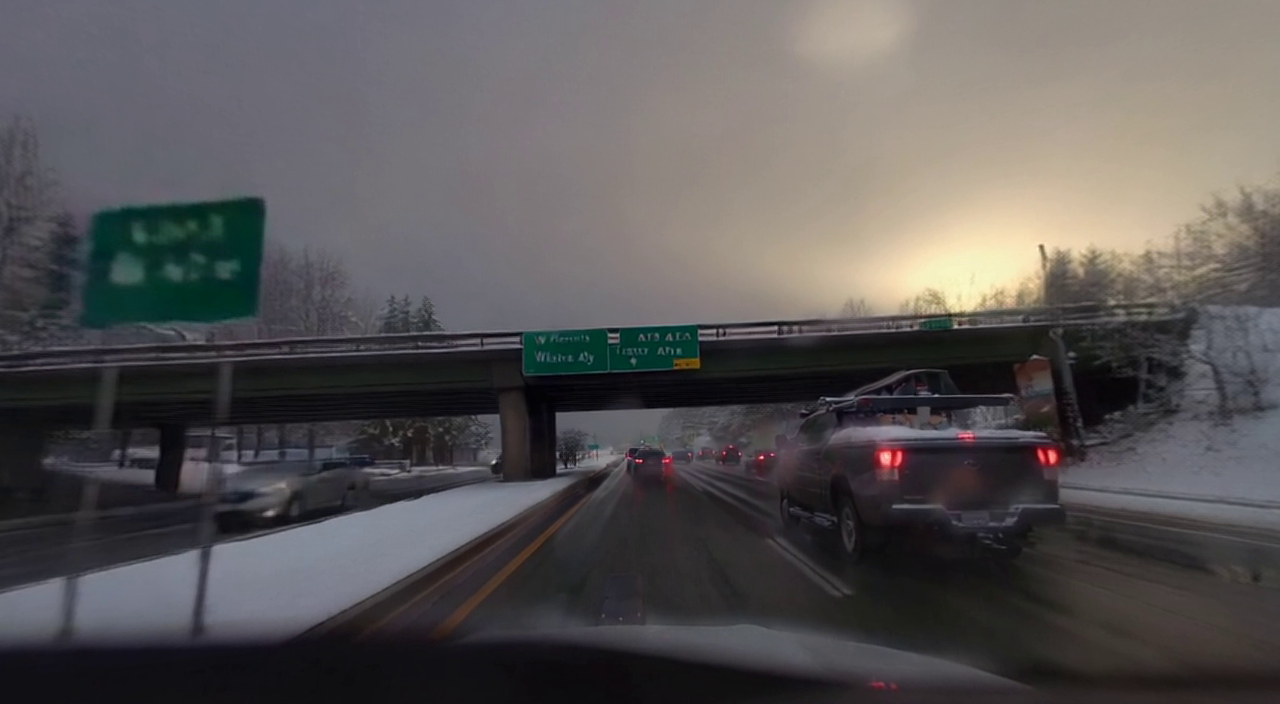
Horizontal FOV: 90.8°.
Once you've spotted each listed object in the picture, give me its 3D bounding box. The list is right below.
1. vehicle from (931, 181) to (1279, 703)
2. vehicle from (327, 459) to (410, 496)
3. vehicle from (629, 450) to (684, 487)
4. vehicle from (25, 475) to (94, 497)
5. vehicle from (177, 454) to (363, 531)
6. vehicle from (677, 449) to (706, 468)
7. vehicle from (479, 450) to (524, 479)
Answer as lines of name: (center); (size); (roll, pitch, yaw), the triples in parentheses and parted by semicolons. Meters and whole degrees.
vehicle: (3.527, 0.589, 2.285); (2.588, 2.321, 4.927); (0, -8, 1)
vehicle: (-12.168, 5.610, 28.623); (1.798, 1.434, 4.356); (-1, -9, 0)
vehicle: (0.624, 4.609, 25.349); (2.027, 1.341, 3.775); (0, -8, 0)
vehicle: (-43.467, 10.010, 47.318); (3.608, 1.417, 1.601); (1, -9, 5)
vehicle: (-8.350, 3.161, 14.780); (1.858, 1.494, 4.034); (0, -8, 0)
vehicle: (4.021, 8.397, 49.979); (1.962, 1.431, 4.205); (0, -8, 1)
vehicle: (-8.631, 7.054, 39.746); (1.897, 1.663, 3.838); (0, -8, 1)
